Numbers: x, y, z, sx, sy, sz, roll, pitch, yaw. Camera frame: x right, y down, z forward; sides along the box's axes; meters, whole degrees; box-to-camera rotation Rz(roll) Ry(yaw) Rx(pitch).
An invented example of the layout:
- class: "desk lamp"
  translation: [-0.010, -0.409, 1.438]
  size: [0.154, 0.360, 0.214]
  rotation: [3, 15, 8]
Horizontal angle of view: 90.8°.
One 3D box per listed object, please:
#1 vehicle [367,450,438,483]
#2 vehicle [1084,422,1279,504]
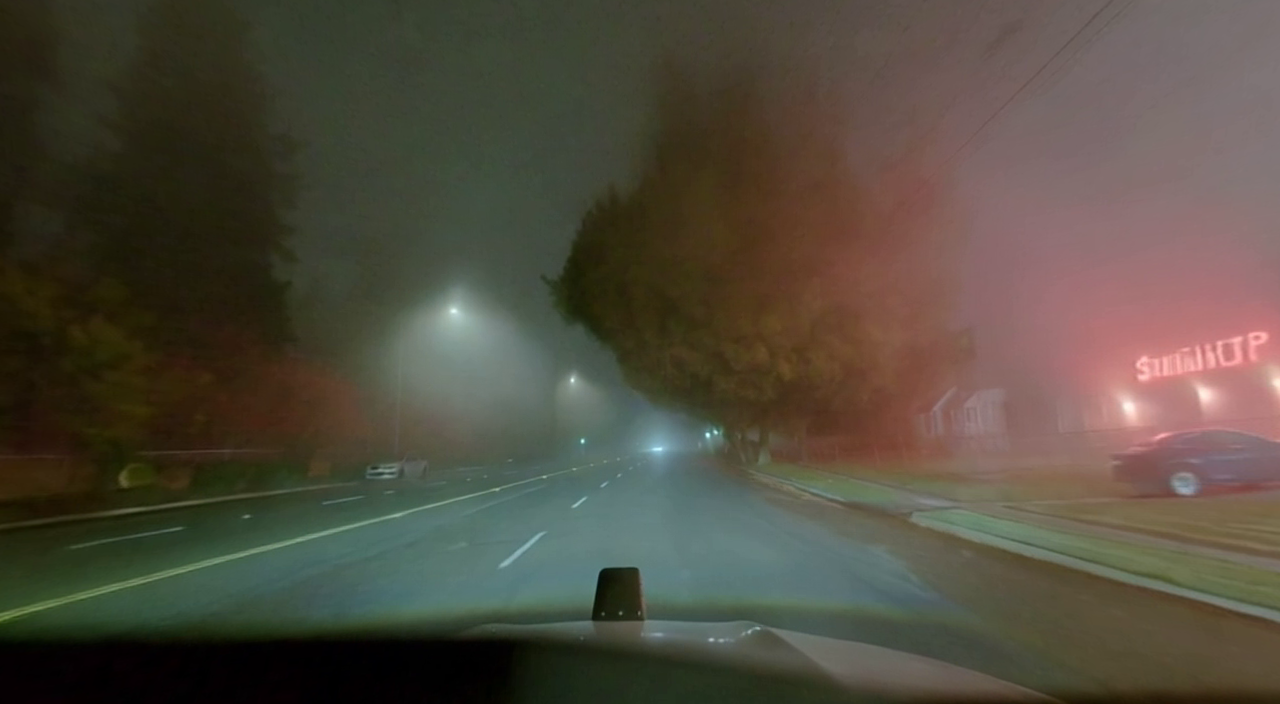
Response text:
- class: "vehicle"
  translation: [-12.540, 6.013, 33.590]
  size: [1.859, 1.496, 4.390]
  rotation: [-4, -9, 3]
- class: "vehicle"
  translation: [11.513, 2.098, 12.125]
  size: [4.455, 1.442, 1.837]
  rotation: [-1, -8, 4]
